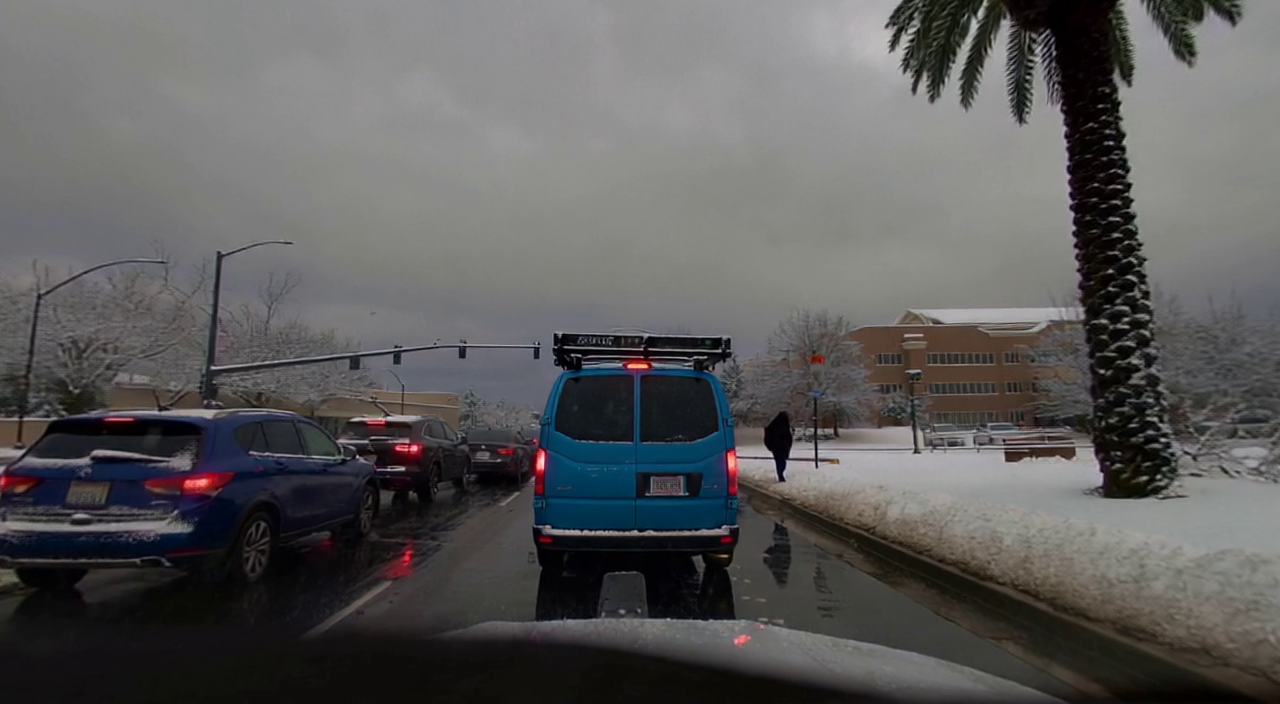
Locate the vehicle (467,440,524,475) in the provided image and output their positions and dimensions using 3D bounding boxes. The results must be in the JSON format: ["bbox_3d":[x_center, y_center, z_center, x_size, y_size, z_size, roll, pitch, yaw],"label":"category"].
[{"bbox_3d":[-6.853,4.890,29.569,1.818,1.479,4.428,4,-9,-22],"label":"vehicle"}]

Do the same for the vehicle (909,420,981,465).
[{"bbox_3d":[12.636,3.757,26.043,2.046,1.675,3.924,-6,-10,33],"label":"vehicle"}]

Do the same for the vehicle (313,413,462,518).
[{"bbox_3d":[-5.223,2.408,13.878,2.089,1.854,5.022,2,-9,-11],"label":"vehicle"}]

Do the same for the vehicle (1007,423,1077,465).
[{"bbox_3d":[15.776,3.614,24.719,2.048,1.475,3.972,-6,-10,34],"label":"vehicle"}]

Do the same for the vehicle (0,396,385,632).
[{"bbox_3d":[-4.395,1.461,6.655,1.986,1.643,4.315,1,-9,-6],"label":"vehicle"}]

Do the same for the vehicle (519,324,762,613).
[{"bbox_3d":[-0.213,1.215,7.171,1.902,2.238,4.263,1,-9,-6],"label":"vehicle"}]
